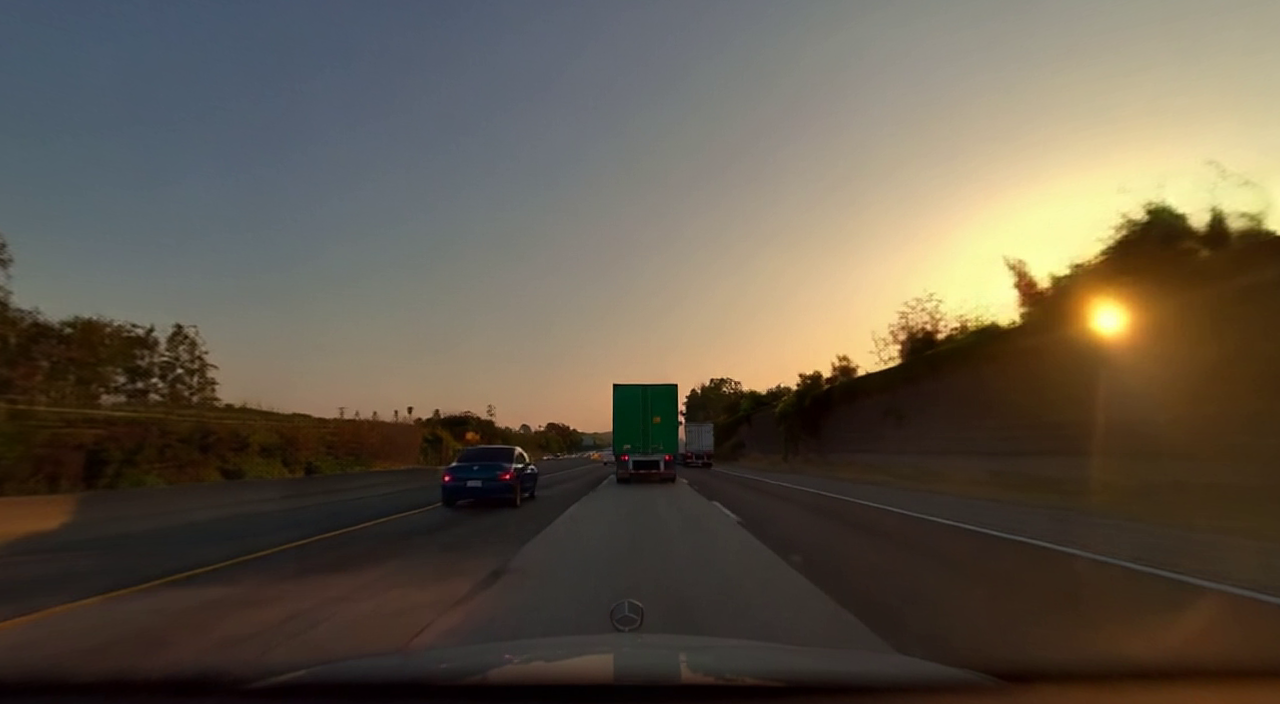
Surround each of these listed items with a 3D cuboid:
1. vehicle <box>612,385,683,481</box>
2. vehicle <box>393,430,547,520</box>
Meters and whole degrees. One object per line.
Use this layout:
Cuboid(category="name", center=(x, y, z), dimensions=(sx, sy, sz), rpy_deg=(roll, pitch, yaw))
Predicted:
Cuboid(category="vehicle", center=(0.329, 4.257, 32.126), dimensions=(2.932, 4.042, 11.054), rpy_deg=(0, -9, 0))
Cuboid(category="vehicle", center=(-3.530, 2.662, 14.129), dimensions=(2.173, 1.657, 4.401), rpy_deg=(0, -9, 1))
